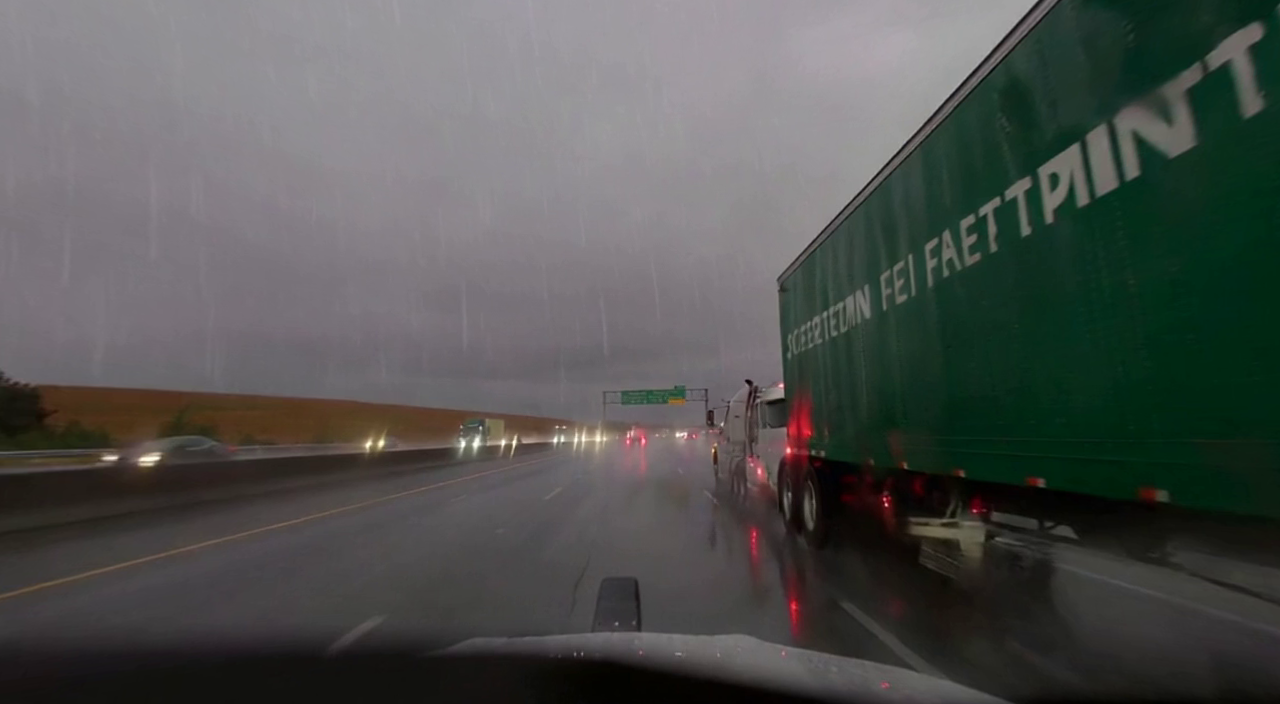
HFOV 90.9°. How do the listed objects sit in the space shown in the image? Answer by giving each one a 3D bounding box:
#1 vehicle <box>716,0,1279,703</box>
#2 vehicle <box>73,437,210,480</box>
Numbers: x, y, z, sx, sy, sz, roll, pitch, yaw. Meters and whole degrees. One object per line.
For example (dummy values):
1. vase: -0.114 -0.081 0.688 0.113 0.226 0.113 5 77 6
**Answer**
1. vehicle: 3.689 0.516 9.354 2.976 4.077 14.571 0 -8 -1
2. vehicle: -19.248 4.095 24.615 1.930 1.486 4.185 0 -8 -1
